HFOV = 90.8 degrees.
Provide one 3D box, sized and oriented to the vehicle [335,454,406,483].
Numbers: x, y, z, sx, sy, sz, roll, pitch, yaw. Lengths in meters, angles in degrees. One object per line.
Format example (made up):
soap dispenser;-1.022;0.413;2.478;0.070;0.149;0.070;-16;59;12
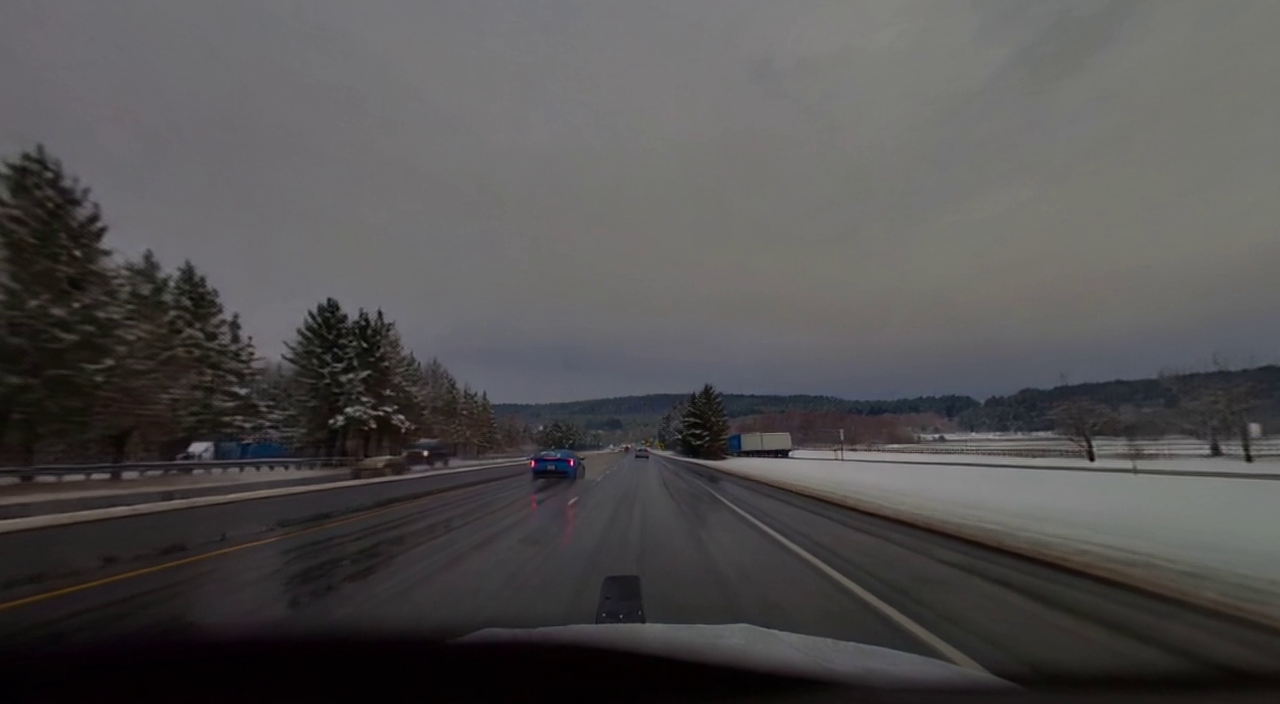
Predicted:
vehicle;-14.313;6.198;33.791;1.907;1.417;4.284;0;-9;0

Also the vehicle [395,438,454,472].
vehicle;-16.850;8.091;49.875;2.222;2.428;6.706;0;-9;0

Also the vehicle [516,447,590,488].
vehicle;-3.294;4.488;24.914;2.170;1.451;4.584;0;-9;2
